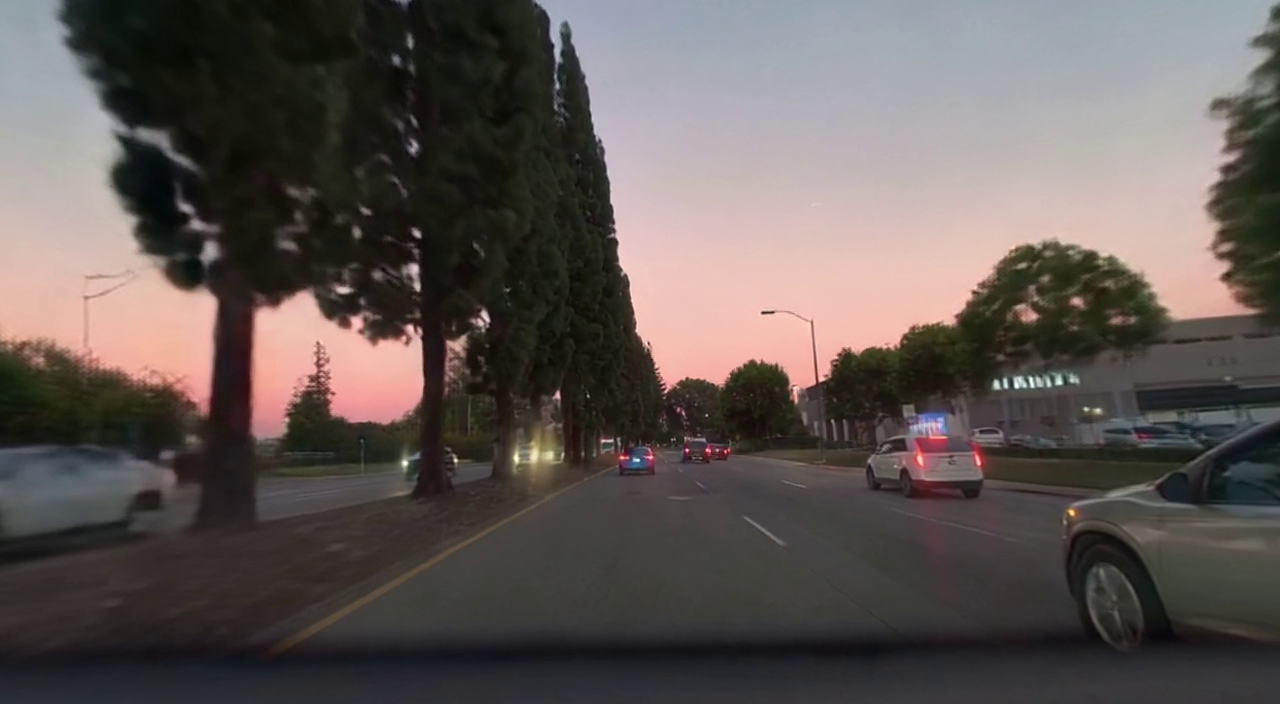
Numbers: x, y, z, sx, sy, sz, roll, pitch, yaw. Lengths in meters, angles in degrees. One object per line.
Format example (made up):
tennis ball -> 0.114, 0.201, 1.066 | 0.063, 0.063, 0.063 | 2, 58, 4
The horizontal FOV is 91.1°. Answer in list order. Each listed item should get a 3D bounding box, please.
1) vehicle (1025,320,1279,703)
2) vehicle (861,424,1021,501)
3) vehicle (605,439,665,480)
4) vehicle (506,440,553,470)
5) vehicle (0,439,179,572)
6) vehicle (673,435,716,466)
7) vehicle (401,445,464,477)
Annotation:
vehicle -> 3.484, 0.652, 1.635 | 2.090, 1.763, 4.560 | 0, -9, 1
vehicle -> 7.781, 2.907, 16.844 | 2.090, 1.768, 4.407 | 0, -9, 0
vehicle -> -0.163, 4.493, 26.479 | 2.315, 1.563, 4.080 | 0, -9, 1
vehicle -> -7.748, 7.266, 44.554 | 2.262, 1.920, 5.604 | 0, -9, 1
vehicle -> -8.764, 1.922, 8.028 | 2.082, 1.588, 4.710 | 0, -9, 1
vehicle -> 3.994, 7.335, 46.810 | 2.716, 2.131, 5.766 | 0, -9, 0
vehicle -> -11.922, 6.285, 36.418 | 2.021, 1.712, 4.469 | 0, -9, 2
